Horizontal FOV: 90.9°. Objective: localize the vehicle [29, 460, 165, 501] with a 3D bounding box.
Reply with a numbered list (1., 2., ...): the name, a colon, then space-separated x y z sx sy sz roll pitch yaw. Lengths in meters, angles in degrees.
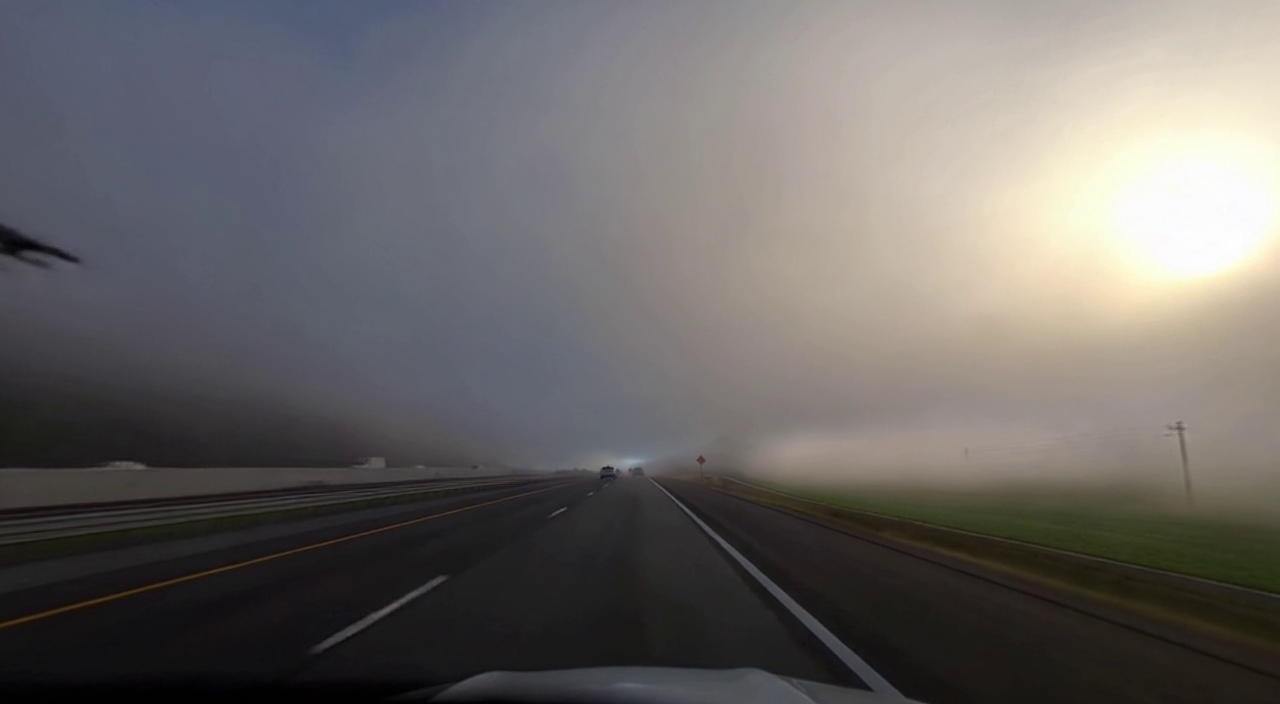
1. vehicle: -23.287 5.500 27.286 1.916 1.576 4.365 1 -10 1
